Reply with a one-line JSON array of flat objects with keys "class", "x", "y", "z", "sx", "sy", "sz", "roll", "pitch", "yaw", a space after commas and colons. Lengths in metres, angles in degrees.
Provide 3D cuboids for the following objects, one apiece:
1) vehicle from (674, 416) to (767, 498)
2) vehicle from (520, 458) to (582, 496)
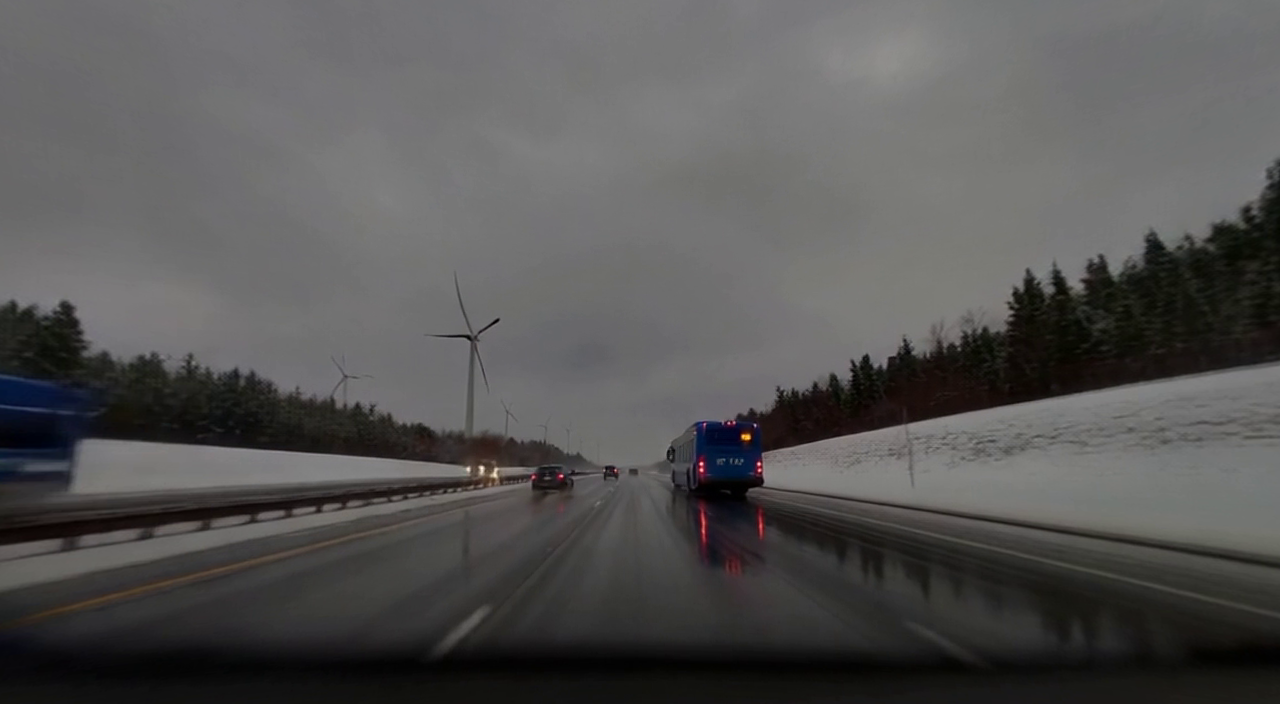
[{"class": "vehicle", "x": 3.985, "y": 5.985, "z": 35.413, "sx": 2.941, "sy": 3.574, "sz": 14.463, "roll": 1, "pitch": -10, "yaw": -1}, {"class": "vehicle", "x": -3.963, "y": 5.677, "z": 28.756, "sx": 2.213, "sy": 1.568, "sz": 4.274, "roll": 1, "pitch": -10, "yaw": 0}]
